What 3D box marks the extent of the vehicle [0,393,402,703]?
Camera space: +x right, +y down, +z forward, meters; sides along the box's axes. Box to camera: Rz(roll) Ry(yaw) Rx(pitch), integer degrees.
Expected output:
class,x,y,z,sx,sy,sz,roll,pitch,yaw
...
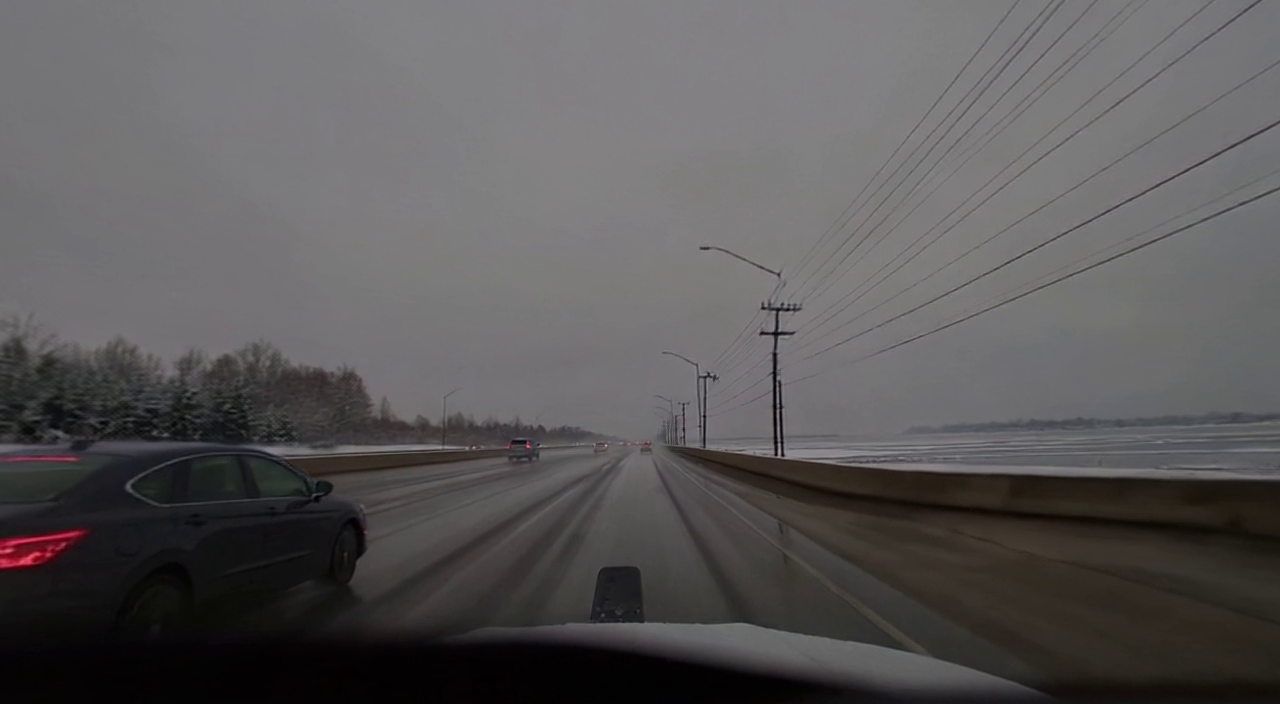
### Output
class,x,y,z,sx,sy,sz,roll,pitch,yaw
vehicle,-3.565,1.197,4.395,2.015,1.501,4.454,0,-8,1

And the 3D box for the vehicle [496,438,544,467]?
class,x,y,z,sx,sy,sz,roll,pitch,yaw
vehicle,-7.382,6.247,39.328,2.050,1.717,4.418,0,-8,1
